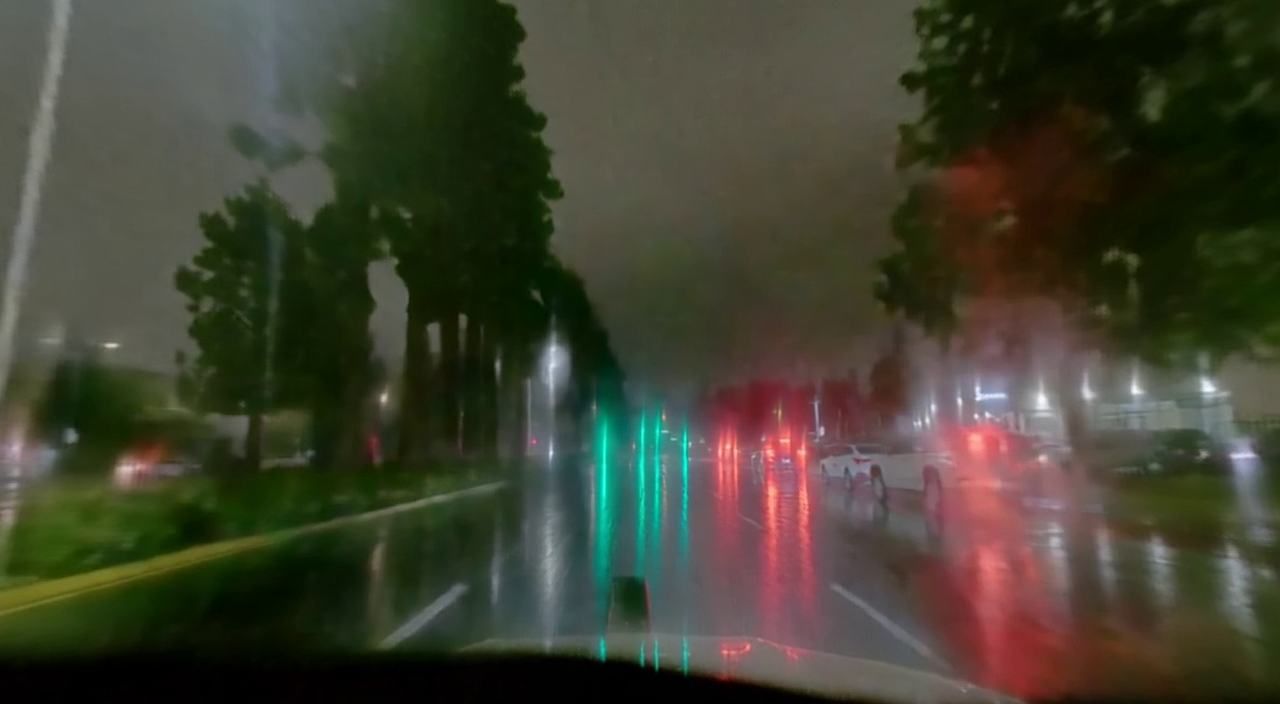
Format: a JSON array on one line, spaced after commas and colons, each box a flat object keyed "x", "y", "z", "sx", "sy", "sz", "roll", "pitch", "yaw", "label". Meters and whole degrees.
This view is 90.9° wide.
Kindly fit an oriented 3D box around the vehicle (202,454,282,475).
[{"x": -31.237, "y": 8.839, "z": 49.537, "sx": 4.795, "sy": 1.555, "sz": 2.221, "roll": 0, "pitch": -9, "yaw": 1, "label": "vehicle"}]

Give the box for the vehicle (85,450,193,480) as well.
[{"x": -32.209, "y": 7.258, "z": 40.638, "sx": 4.963, "sy": 1.714, "sz": 2.311, "roll": -2, "pitch": -9, "yaw": -1, "label": "vehicle"}]

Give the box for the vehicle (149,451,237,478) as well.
[{"x": -32.184, "y": 8.115, "z": 45.517, "sx": 4.663, "sy": 1.861, "sz": 2.194, "roll": 0, "pitch": -9, "yaw": 2, "label": "vehicle"}]

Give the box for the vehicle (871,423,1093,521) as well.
[{"x": 6.986, "y": 2.493, "z": 13.668, "sx": 2.084, "sy": 1.736, "sz": 4.754, "roll": 0, "pitch": -8, "yaw": -1, "label": "vehicle"}]

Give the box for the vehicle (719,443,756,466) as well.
[{"x": 7.432, "y": 7.873, "z": 48.521, "sx": 2.122, "sy": 1.602, "sz": 4.928, "roll": -1, "pitch": -9, "yaw": 1, "label": "vehicle"}]

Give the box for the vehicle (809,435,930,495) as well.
[{"x": 7.001, "y": 3.491, "z": 19.868, "sx": 1.986, "sy": 1.634, "sz": 4.783, "roll": 0, "pitch": -8, "yaw": 0, "label": "vehicle"}]

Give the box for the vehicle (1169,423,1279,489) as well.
[{"x": 16.721, "y": 2.559, "z": 15.689, "sx": 5.222, "sy": 1.515, "sz": 2.044, "roll": 0, "pitch": -9, "yaw": 0, "label": "vehicle"}]
